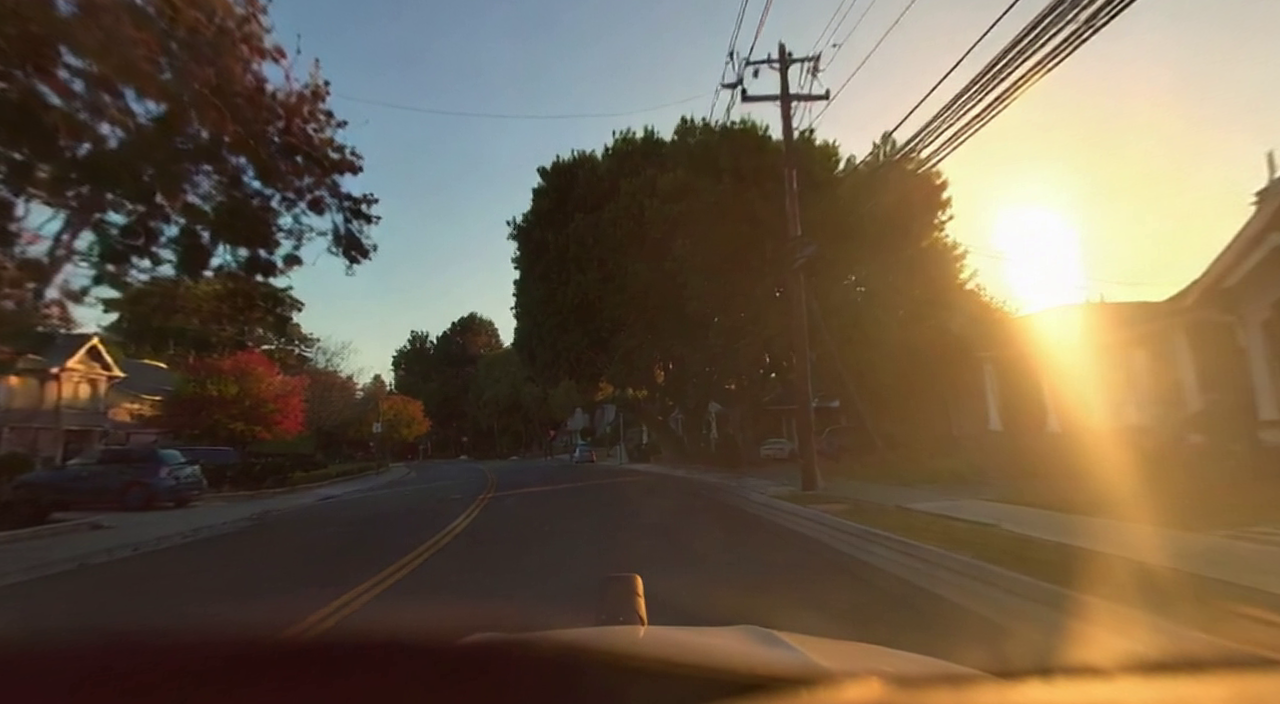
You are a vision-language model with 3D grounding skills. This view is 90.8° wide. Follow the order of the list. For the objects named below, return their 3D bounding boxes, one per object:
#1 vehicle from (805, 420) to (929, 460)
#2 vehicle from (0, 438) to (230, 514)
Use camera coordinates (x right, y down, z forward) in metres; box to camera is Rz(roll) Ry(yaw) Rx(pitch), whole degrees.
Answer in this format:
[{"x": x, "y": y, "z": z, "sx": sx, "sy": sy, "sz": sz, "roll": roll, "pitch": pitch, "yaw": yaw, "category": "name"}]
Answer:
[{"x": 9.559, "y": 3.735, "z": 26.950, "sx": 4.566, "sy": 1.623, "sz": 1.906, "roll": 0, "pitch": -8, "yaw": 4, "category": "vehicle"}, {"x": -13.425, "y": 3.108, "z": 16.201, "sx": 4.321, "sy": 1.772, "sz": 2.161, "roll": -1, "pitch": -8, "yaw": 5, "category": "vehicle"}]
